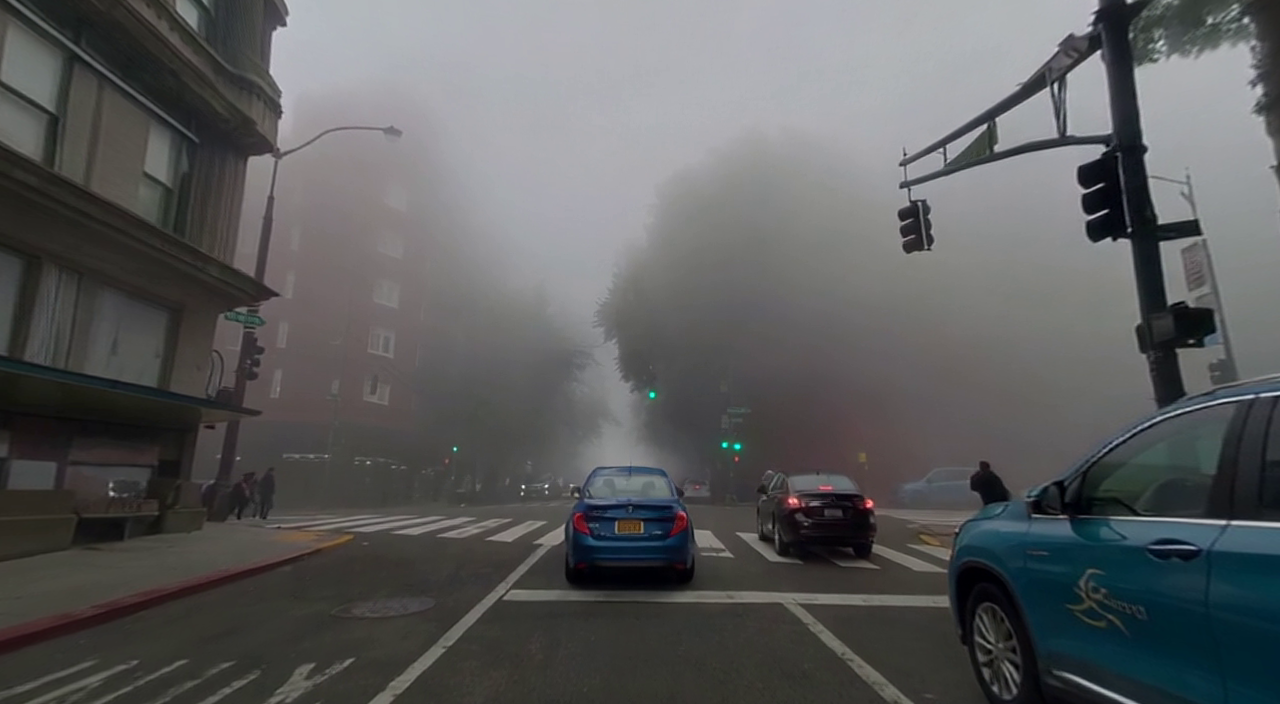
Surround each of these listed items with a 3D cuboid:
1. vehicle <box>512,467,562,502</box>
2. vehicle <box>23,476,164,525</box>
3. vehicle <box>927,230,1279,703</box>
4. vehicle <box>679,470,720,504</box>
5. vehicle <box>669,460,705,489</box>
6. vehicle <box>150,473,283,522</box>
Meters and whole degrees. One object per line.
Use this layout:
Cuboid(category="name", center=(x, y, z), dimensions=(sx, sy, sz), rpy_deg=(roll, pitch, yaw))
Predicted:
Cuboid(category="vehicle", center=(-6.241, 8.079, 38.733), dimensions=(2.226, 1.896, 4.438), rpy_deg=(-1, -9, 1))
Cuboid(category="vehicle", center=(-25.448, 6.912, 29.478), dimensions=(4.588, 2.048, 2.110), rpy_deg=(-1, -9, 1))
Cuboid(category="vehicle", center=(3.194, 0.503, 0.989), dimensions=(2.632, 1.979, 6.096), rpy_deg=(0, -9, 0))
Cuboid(category="vehicle", center=(3.568, 8.189, 38.493), dimensions=(1.908, 1.741, 4.066), rpy_deg=(0, -9, -3))
Cuboid(category="vehicle", center=(3.491, 9.268, 47.832), dimensions=(2.365, 1.994, 4.259), rpy_deg=(0, -9, 0))
Cuboid(category="vehicle", center=(-19.684, 6.772, 29.452), dimensions=(4.750, 2.083, 2.002), rpy_deg=(-1, -9, 3))
